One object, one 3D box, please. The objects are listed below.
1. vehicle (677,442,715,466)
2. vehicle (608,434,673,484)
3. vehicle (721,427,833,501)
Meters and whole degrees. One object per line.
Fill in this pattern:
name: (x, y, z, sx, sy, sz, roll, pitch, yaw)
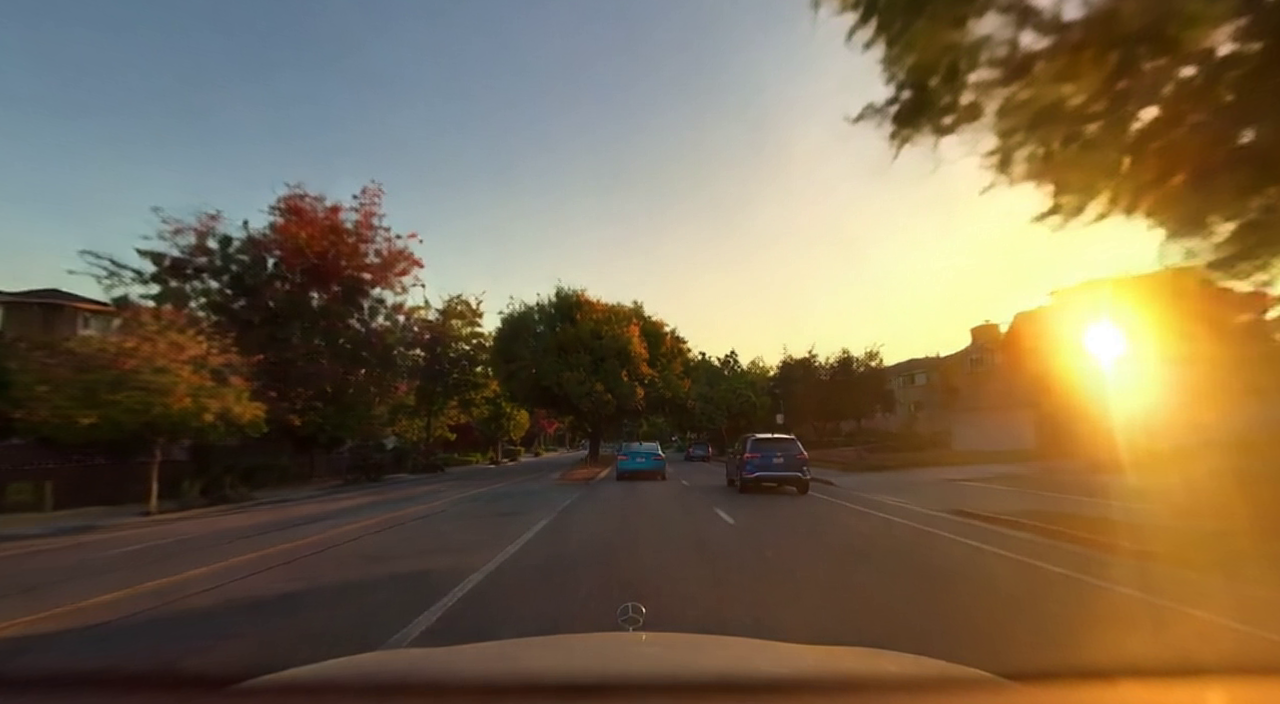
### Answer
vehicle: (3.672, 6.776, 42.058, 2.099, 1.463, 4.130, 0, -8, -1)
vehicle: (0.028, 3.929, 23.353, 2.200, 1.653, 4.127, 0, -8, 0)
vehicle: (3.558, 3.002, 17.297, 2.024, 1.711, 4.512, 0, -8, 0)
